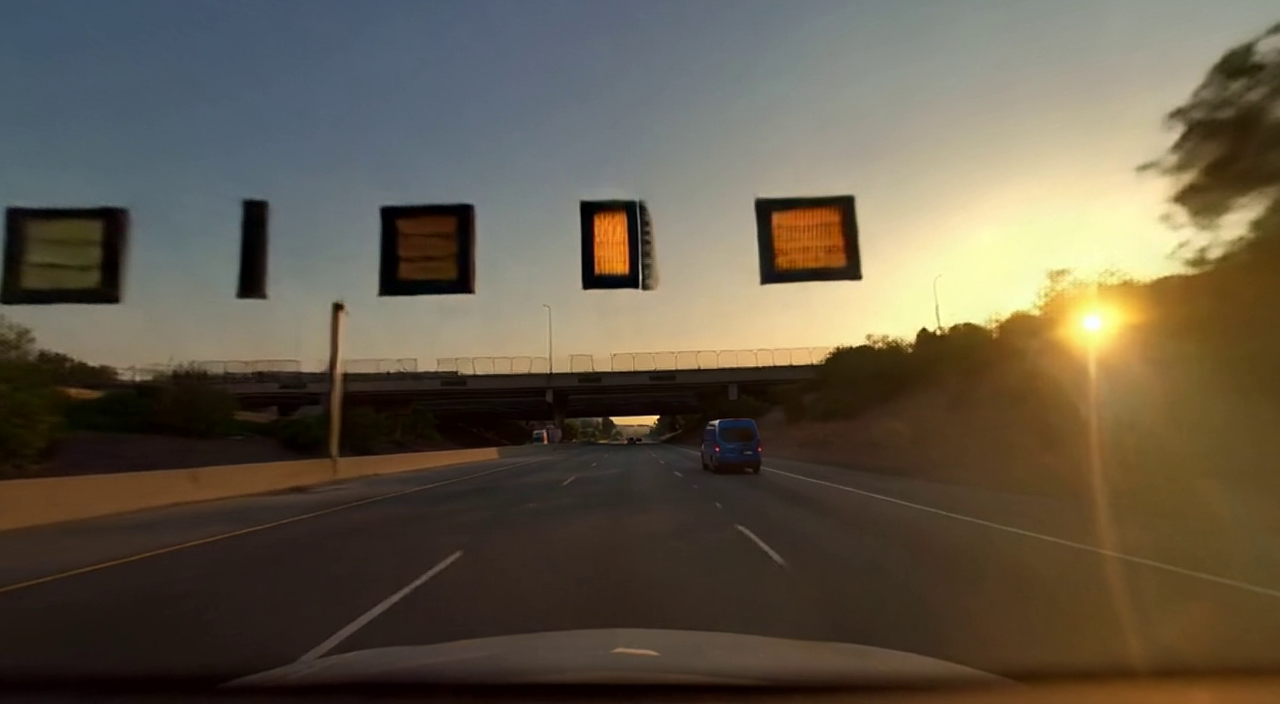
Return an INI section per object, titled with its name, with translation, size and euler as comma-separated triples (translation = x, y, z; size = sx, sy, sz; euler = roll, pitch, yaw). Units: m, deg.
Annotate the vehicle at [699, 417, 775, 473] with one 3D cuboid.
[vehicle]
translation = 3.764, 3.735, 25.365
size = 2.161, 2.002, 4.631
euler = 0, -8, -2
